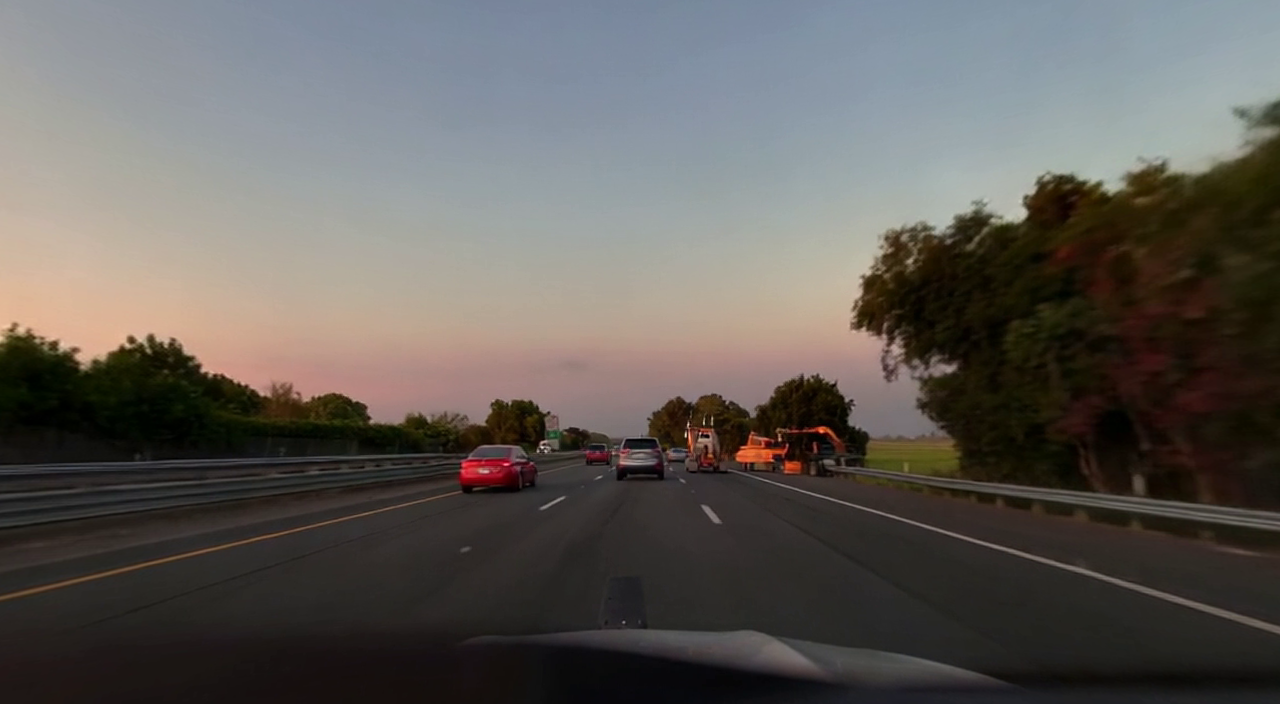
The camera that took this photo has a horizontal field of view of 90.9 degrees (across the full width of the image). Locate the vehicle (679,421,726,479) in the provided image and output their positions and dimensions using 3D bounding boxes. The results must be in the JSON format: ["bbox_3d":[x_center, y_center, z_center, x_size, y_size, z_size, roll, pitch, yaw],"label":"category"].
[{"bbox_3d":[4.506,7.317,47.410,2.793,3.828,9.580,0,-8,2],"label":"vehicle"}]

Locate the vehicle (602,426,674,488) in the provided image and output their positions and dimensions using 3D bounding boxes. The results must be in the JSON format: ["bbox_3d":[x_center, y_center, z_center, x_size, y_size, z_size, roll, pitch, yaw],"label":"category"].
[{"bbox_3d":[-0.004,3.727,22.680,2.308,1.993,4.631,0,-8,2],"label":"vehicle"}]

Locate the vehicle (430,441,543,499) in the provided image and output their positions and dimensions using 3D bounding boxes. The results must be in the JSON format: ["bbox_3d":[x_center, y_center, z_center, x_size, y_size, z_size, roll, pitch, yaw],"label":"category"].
[{"bbox_3d":[-4.332,3.390,18.583,2.096,1.469,4.319,0,-8,2],"label":"vehicle"}]

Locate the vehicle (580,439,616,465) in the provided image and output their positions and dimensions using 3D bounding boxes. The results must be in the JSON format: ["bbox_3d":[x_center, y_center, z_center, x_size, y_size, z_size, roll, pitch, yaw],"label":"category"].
[{"bbox_3d":[-3.175,7.634,48.369,2.170,1.859,4.733,-1,-8,3],"label":"vehicle"}]
